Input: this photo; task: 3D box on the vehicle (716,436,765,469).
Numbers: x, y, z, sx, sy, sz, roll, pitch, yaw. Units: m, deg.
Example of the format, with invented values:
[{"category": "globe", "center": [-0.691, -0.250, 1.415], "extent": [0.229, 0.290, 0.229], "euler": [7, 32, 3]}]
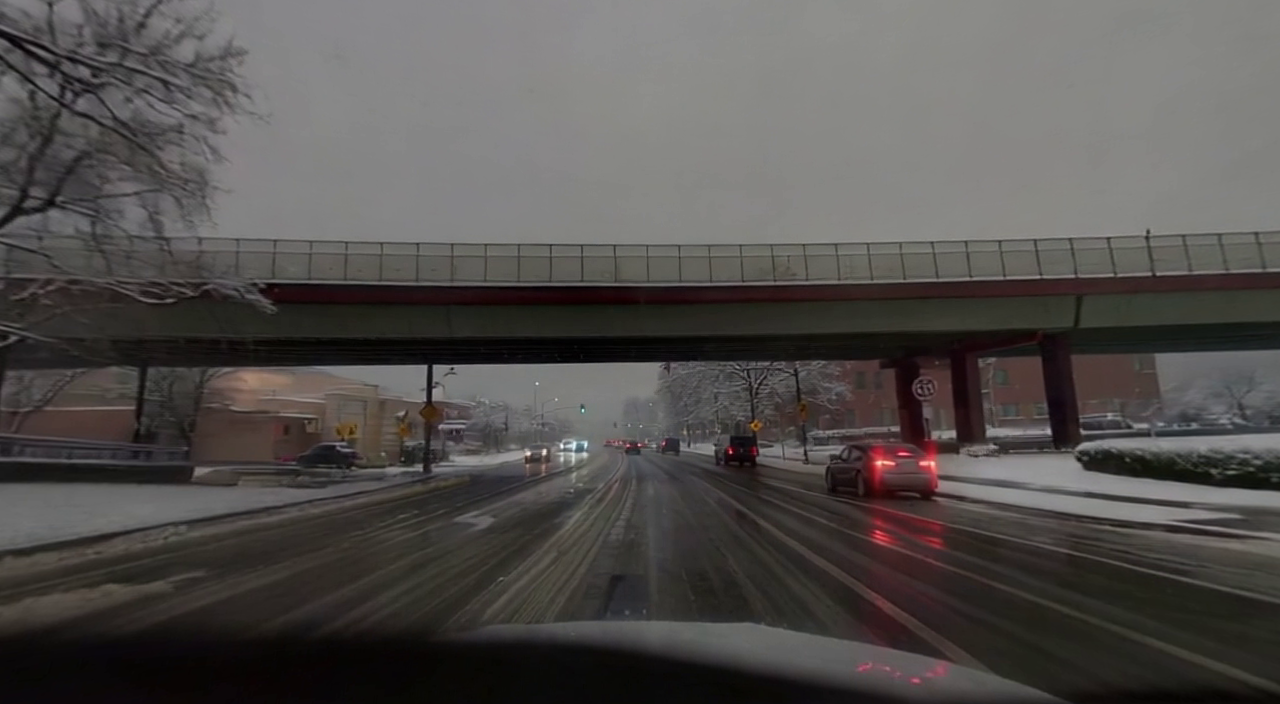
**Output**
[{"category": "vehicle", "center": [6.203, 6.250, 39.508], "extent": [2.154, 1.915, 4.908], "euler": [0, -9, -2]}]

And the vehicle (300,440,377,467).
[{"category": "vehicle", "center": [-20.741, 6.975, 43.511], "extent": [4.335, 1.772, 1.927], "euler": [1, -9, -5]}]

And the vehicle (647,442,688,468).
[{"category": "vehicle", "center": [1.605, 6.312, 38.750], "extent": [2.280, 1.475, 4.051], "euler": [0, -8, -1]}]

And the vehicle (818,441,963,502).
[{"category": "vehicle", "center": [6.629, 3.197, 17.348], "extent": [2.035, 1.435, 4.481], "euler": [0, -9, -2]}]
